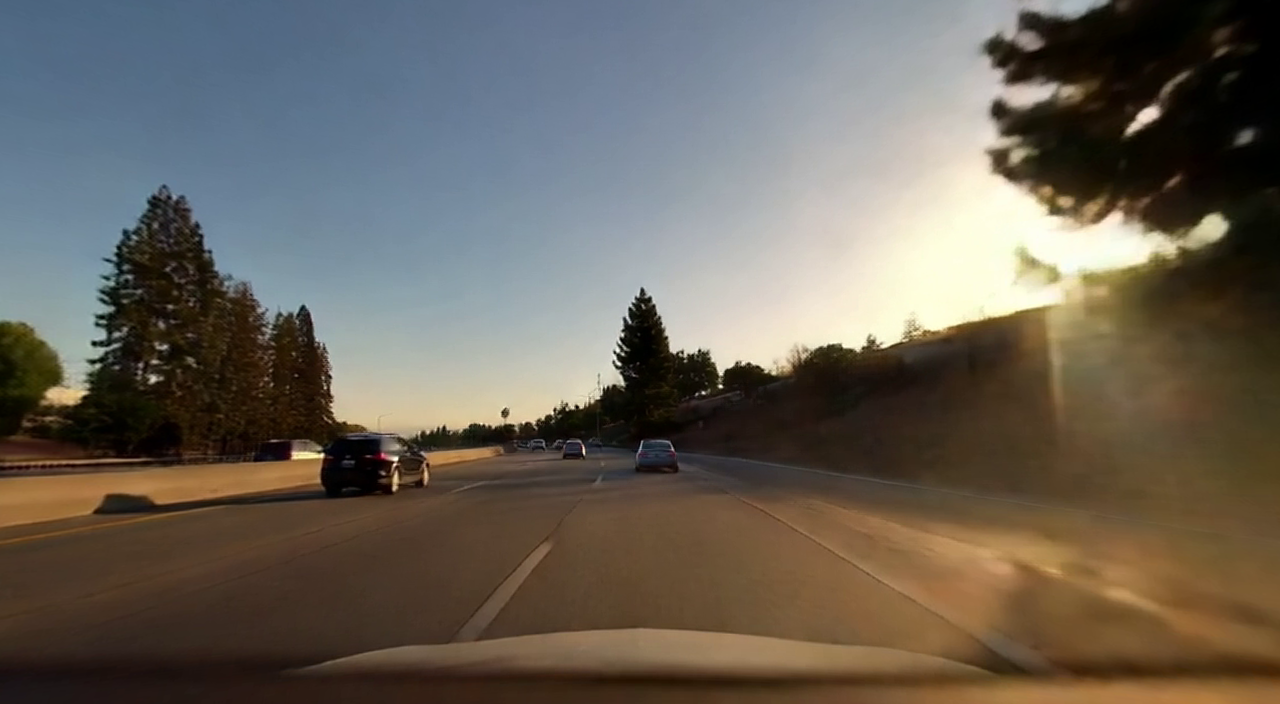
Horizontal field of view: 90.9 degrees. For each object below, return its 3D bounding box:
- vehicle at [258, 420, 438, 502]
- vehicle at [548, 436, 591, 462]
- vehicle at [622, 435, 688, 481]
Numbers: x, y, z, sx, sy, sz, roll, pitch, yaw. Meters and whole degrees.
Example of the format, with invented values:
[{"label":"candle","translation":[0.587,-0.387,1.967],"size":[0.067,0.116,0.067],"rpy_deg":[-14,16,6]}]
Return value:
[{"label":"vehicle","translation":[-6.838,2.613,15.502],"size":[2.221,1.693,4.631],"rpy_deg":[0,-8,0]},{"label":"vehicle","translation":[-4.297,6.017,39.252],"size":[2.246,1.519,4.980],"rpy_deg":[0,-8,-2]},{"label":"vehicle","translation":[0.428,3.632,21.871],"size":[2.051,1.444,3.927],"rpy_deg":[0,-8,-1]}]
